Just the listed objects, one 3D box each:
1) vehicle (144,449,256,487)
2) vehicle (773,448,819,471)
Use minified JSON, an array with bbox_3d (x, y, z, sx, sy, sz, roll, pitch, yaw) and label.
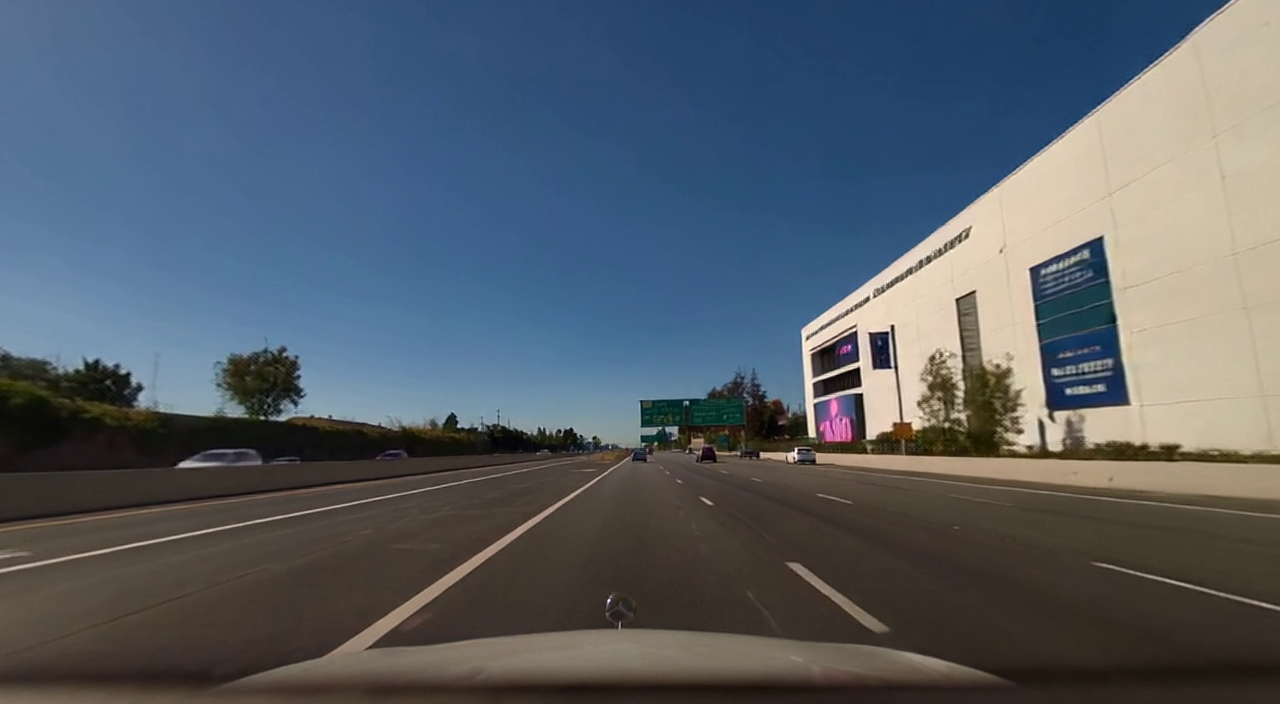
[{"bbox_3d":[-19.875,5.227,28.837,1.925,1.547,4.418,0,-9,0],"label":"vehicle"},{"bbox_3d":[10.657,7.350,43.501,1.953,1.473,4.512,0,-9,-1],"label":"vehicle"}]
